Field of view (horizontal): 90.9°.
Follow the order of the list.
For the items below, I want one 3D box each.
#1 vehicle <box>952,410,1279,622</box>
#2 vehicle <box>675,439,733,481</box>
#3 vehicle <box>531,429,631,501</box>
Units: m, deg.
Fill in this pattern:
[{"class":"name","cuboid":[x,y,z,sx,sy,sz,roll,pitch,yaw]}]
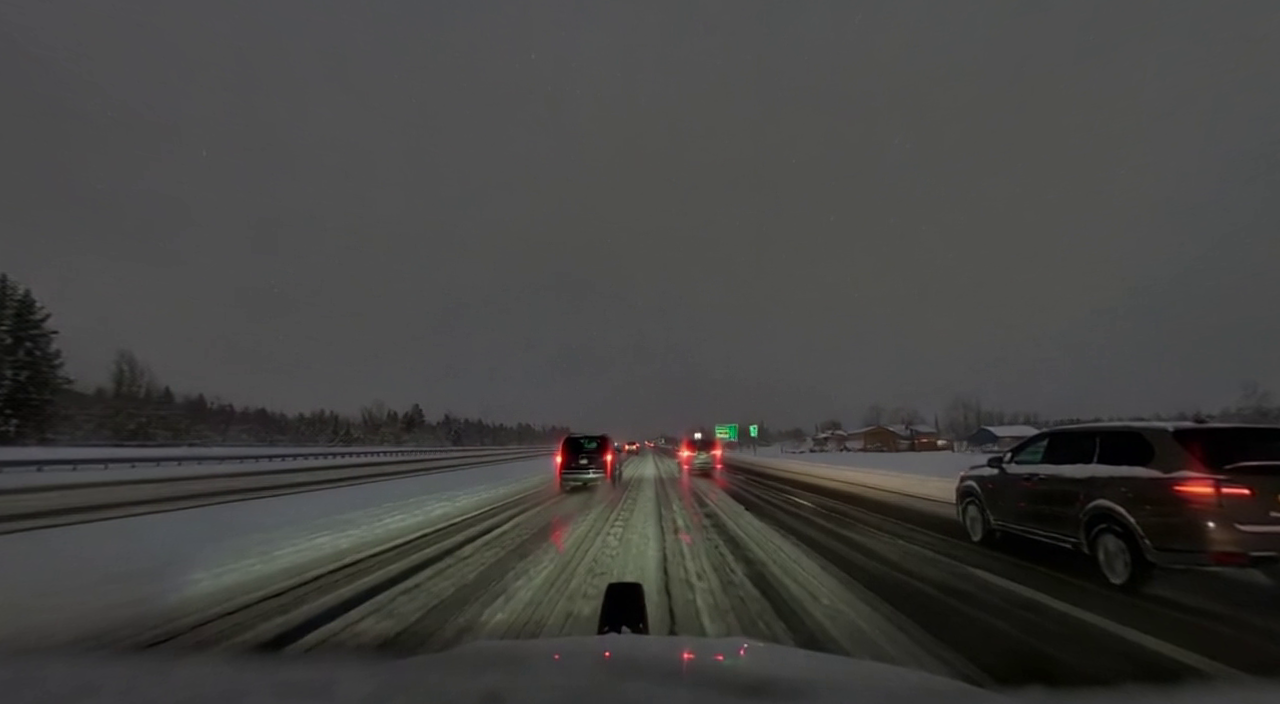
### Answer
[{"class":"vehicle","cuboid":[5.678,1.570,7.112,2.027,1.588,4.611,0,-8,1]},{"class":"vehicle","cuboid":[2.547,4.391,25.972,2.000,1.558,3.945,0,-8,1]},{"class":"vehicle","cuboid":[-1.485,3.128,17.915,2.239,1.761,4.620,-1,-8,2]}]
